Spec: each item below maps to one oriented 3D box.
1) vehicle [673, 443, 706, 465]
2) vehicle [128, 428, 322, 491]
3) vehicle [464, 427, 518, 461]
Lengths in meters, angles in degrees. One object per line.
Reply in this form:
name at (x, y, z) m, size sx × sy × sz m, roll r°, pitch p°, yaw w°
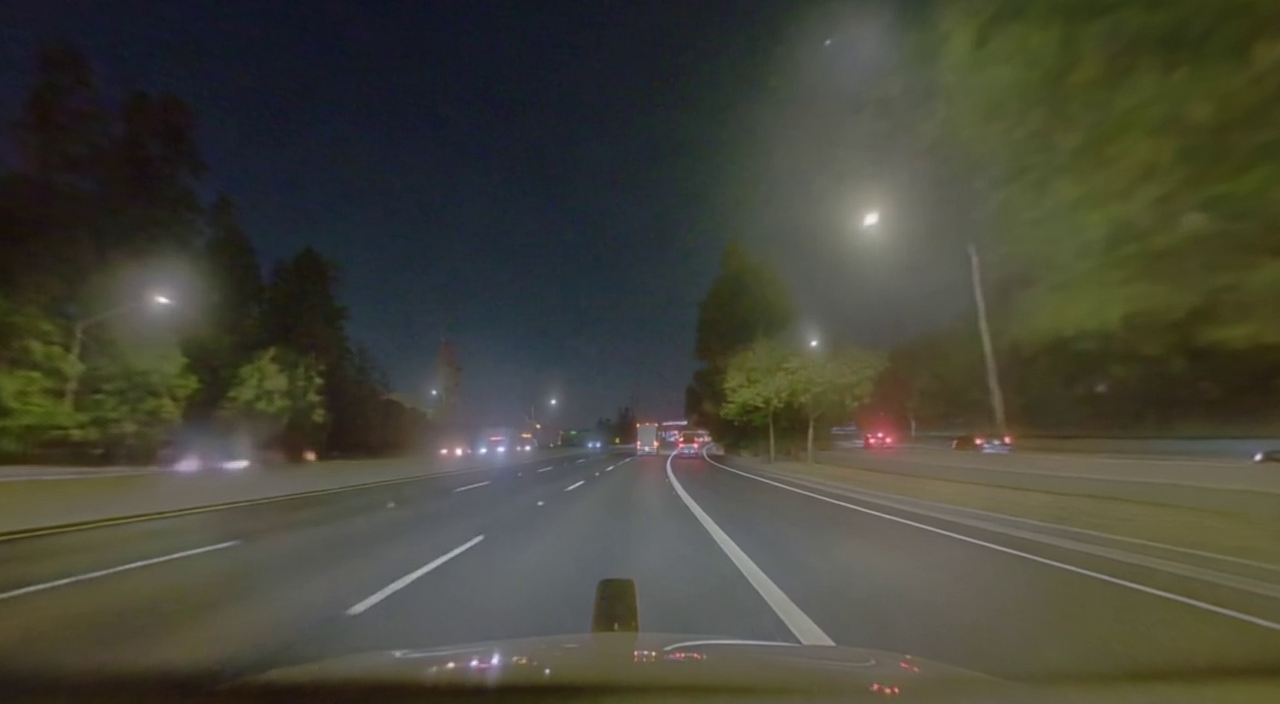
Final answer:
vehicle at (3.515, 7.354, 45.623) m, size 2.069 × 1.476 × 4.197 m, roll 0°, pitch -8°, yaw 0°
vehicle at (-12.977, 3.411, 20.457) m, size 2.281 × 1.743 × 5.822 m, roll 0°, pitch -9°, yaw 1°
vehicle at (-11.373, 7.138, 48.895) m, size 2.324 × 2.410 × 6.566 m, roll 0°, pitch -8°, yaw 2°
